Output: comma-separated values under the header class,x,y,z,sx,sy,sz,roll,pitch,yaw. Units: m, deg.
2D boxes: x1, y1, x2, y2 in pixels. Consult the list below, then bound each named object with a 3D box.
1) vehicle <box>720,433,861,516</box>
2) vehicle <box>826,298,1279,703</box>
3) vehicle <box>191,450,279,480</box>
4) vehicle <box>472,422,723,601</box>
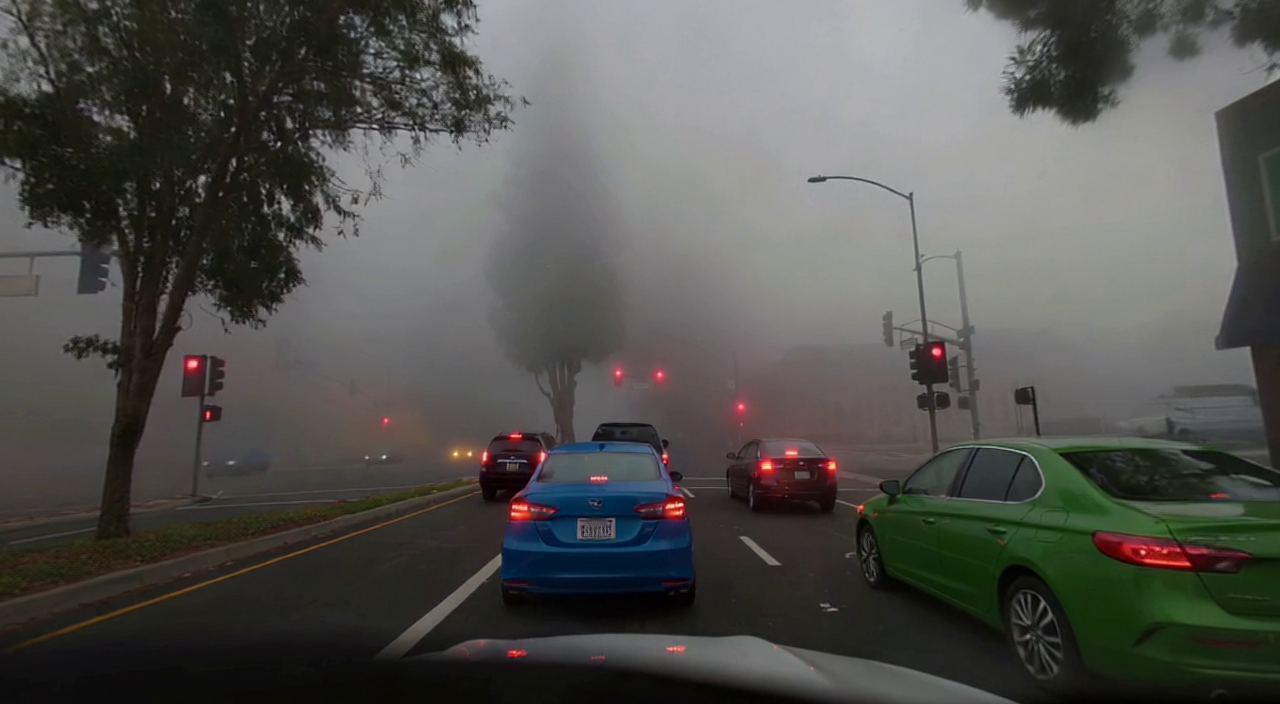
class,x,y,z,sx,sy,sz,roll,pitch,yaw
vehicle,3.145,2.665,14.308,2.026,1.549,4.559,0,-8,-1
vehicle,3.571,1.105,5.053,2.572,1.945,5.065,0,-8,0
vehicle,-22.003,6.117,34.525,1.863,1.496,4.389,0,-8,0
vehicle,-0.383,1.653,7.403,2.143,1.520,3.848,0,-8,-1
